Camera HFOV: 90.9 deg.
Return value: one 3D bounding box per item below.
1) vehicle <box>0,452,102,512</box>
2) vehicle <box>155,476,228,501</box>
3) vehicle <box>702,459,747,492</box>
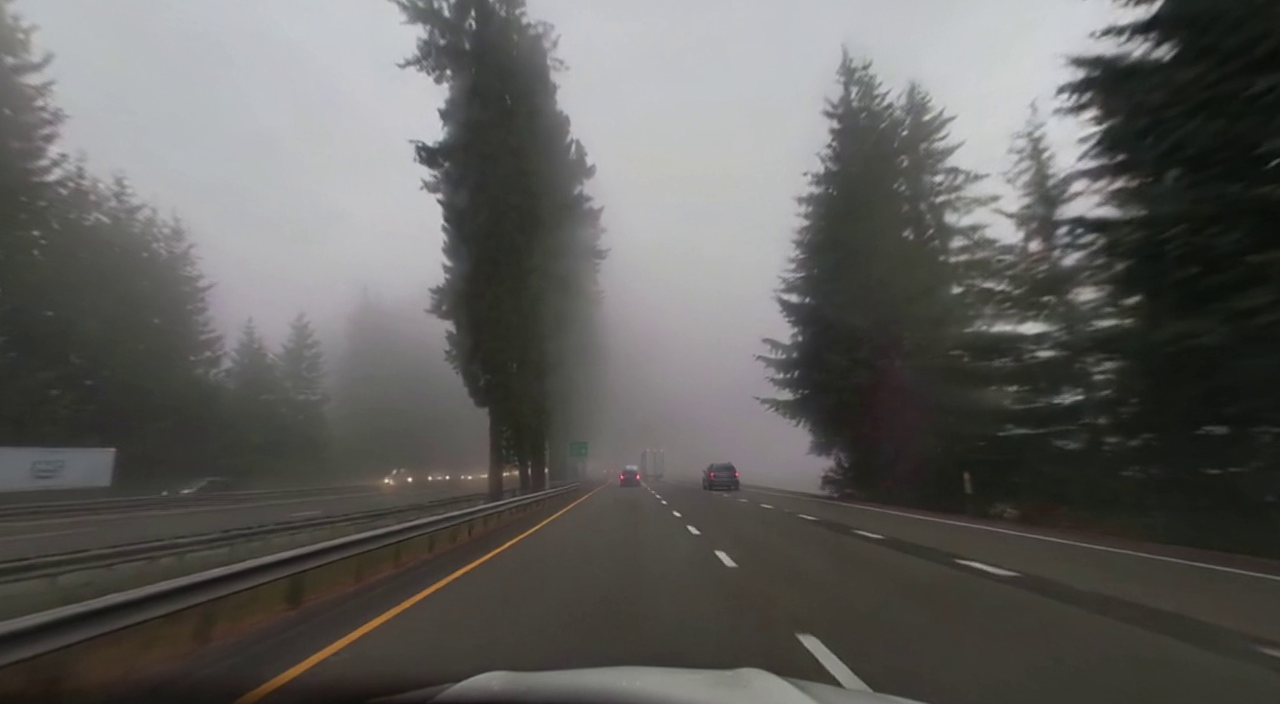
[{"bbox_3d":[-44.179,8.833,42.941,2.876,3.964,14.769,1,-11,-4],"label":"vehicle"},{"bbox_3d":[-27.485,8.364,38.767,1.722,1.434,3.692,1,-11,0],"label":"vehicle"},{"bbox_3d":[4.927,7.321,37.374,1.998,1.776,4.663,1,-11,-1],"label":"vehicle"}]
